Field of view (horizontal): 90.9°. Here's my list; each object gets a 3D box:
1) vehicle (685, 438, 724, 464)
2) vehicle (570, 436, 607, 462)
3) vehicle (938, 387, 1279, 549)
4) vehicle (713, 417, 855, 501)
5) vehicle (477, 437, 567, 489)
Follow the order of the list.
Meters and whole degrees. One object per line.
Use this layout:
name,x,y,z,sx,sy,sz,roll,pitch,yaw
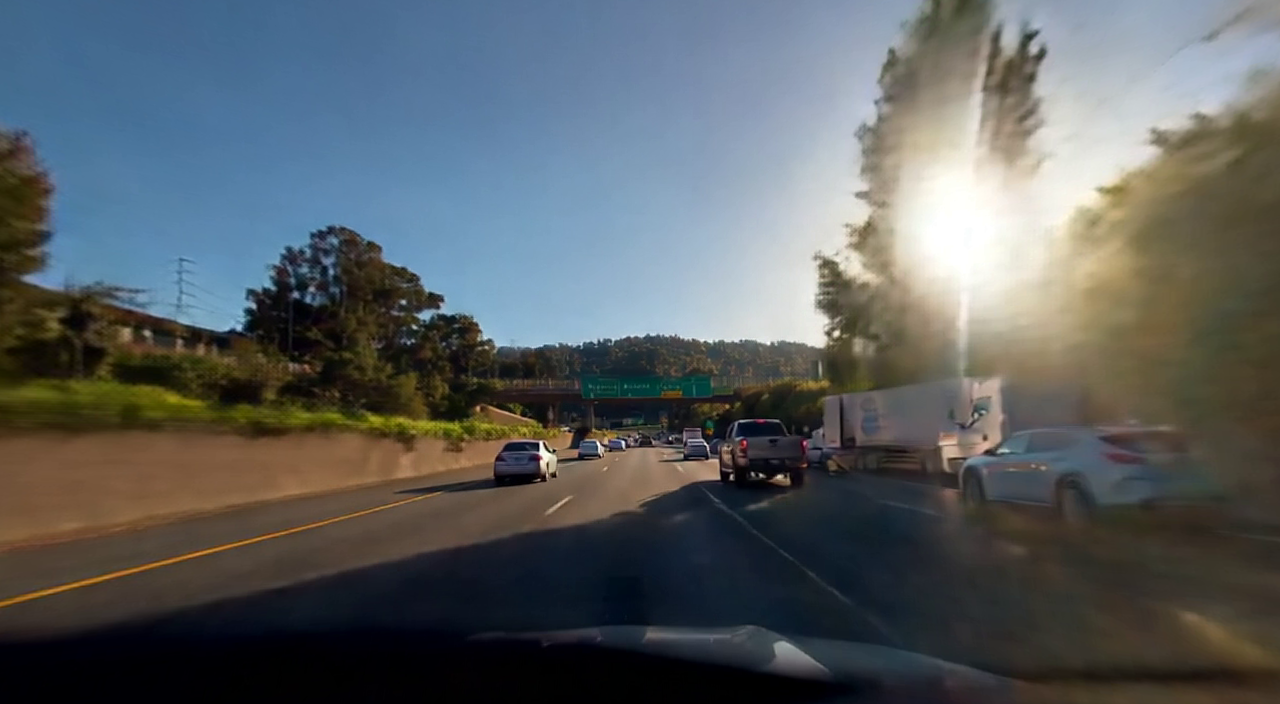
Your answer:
vehicle,3.895,6.047,38.671,1.953,1.480,4.053,0,-9,-1
vehicle,-3.381,6.460,42.145,2.020,1.628,4.248,0,-9,1
vehicle,7.570,1.835,10.601,2.291,1.968,5.662,0,-9,0
vehicle,3.674,2.914,17.493,2.517,1.935,5.552,0,-9,-1
vehicle,-3.614,3.478,20.132,1.978,1.473,4.073,0,-9,1
